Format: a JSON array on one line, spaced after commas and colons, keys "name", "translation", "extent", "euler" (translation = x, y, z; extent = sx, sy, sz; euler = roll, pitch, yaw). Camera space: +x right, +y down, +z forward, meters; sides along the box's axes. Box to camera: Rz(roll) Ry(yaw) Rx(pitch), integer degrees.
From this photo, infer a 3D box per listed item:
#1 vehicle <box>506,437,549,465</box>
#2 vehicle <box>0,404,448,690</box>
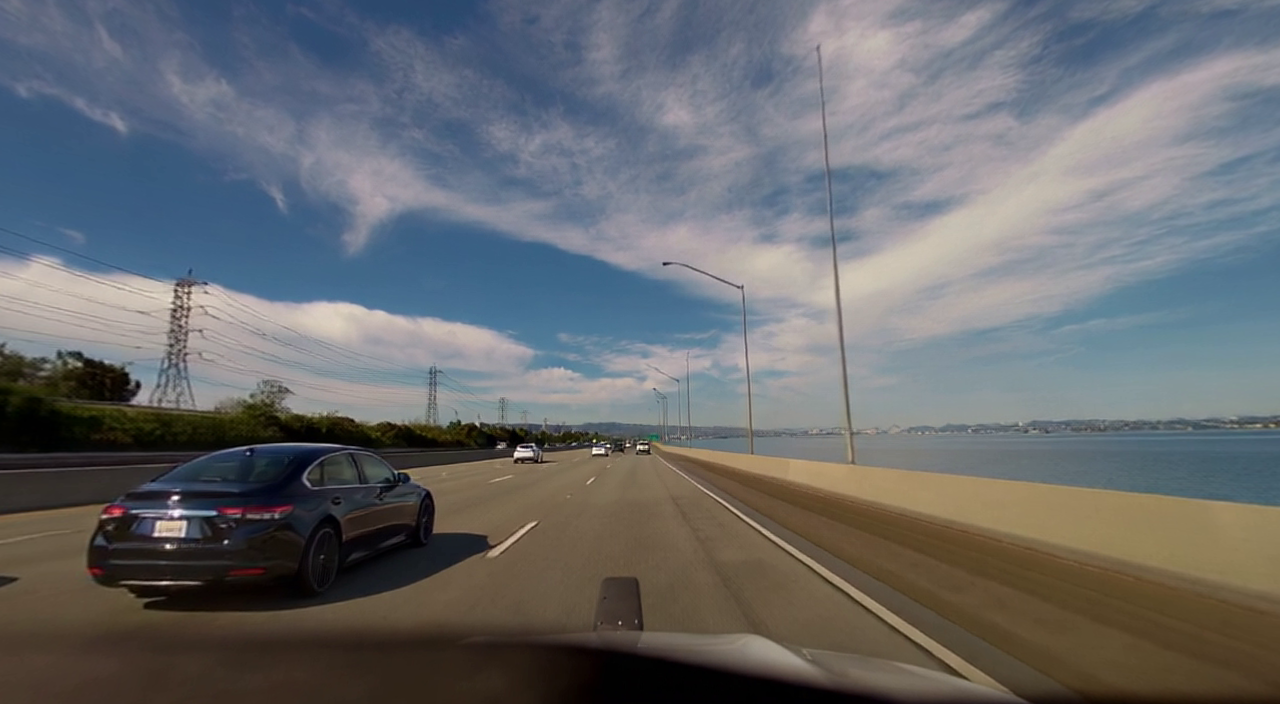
[{"name": "vehicle", "translation": [-7.366, 6.523, 41.777], "extent": [2.050, 1.717, 4.418], "euler": [0, -8, 0]}, {"name": "vehicle", "translation": [-3.453, 1.361, 5.642], "extent": [2.015, 1.501, 4.454], "euler": [0, -8, 1]}]
